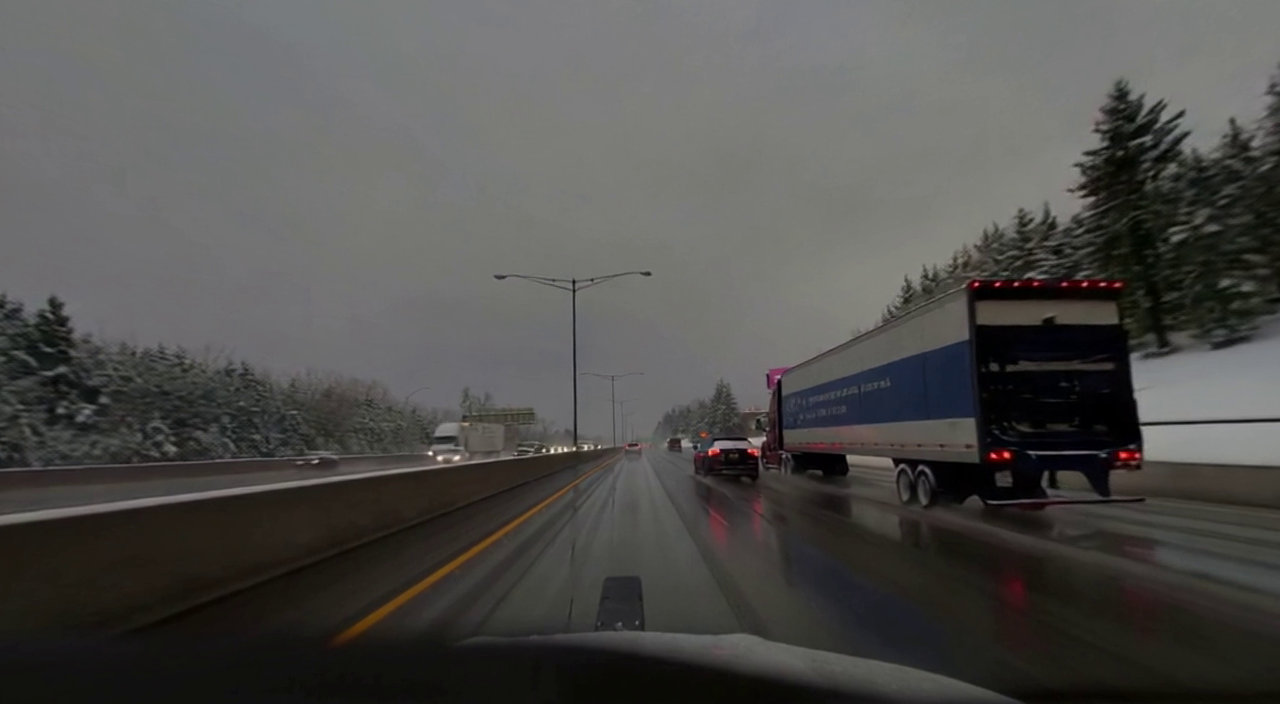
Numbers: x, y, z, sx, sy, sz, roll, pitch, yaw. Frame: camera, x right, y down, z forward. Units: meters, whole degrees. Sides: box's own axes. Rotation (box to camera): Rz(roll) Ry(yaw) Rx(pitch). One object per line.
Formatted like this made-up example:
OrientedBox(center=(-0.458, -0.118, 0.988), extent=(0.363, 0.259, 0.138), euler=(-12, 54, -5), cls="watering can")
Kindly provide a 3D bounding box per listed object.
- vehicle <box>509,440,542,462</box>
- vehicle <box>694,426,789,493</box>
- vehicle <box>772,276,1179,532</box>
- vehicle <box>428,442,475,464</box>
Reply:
OrientedBox(center=(-7.786, 6.749, 43.255), extent=(1.613, 1.392, 3.376), euler=(0, -8, 1), cls="vehicle")
OrientedBox(center=(2.832, 3.133, 18.701), extent=(1.973, 1.710, 4.476), euler=(0, -8, -1), cls="vehicle")
OrientedBox(center=(6.775, 1.848, 17.299), extent=(2.864, 4.060, 14.637), euler=(0, -8, -1), cls="vehicle")
OrientedBox(center=(-14.666, 7.900, 49.492), extent=(1.937, 1.618, 5.347), euler=(0, -9, 1), cls="vehicle")
